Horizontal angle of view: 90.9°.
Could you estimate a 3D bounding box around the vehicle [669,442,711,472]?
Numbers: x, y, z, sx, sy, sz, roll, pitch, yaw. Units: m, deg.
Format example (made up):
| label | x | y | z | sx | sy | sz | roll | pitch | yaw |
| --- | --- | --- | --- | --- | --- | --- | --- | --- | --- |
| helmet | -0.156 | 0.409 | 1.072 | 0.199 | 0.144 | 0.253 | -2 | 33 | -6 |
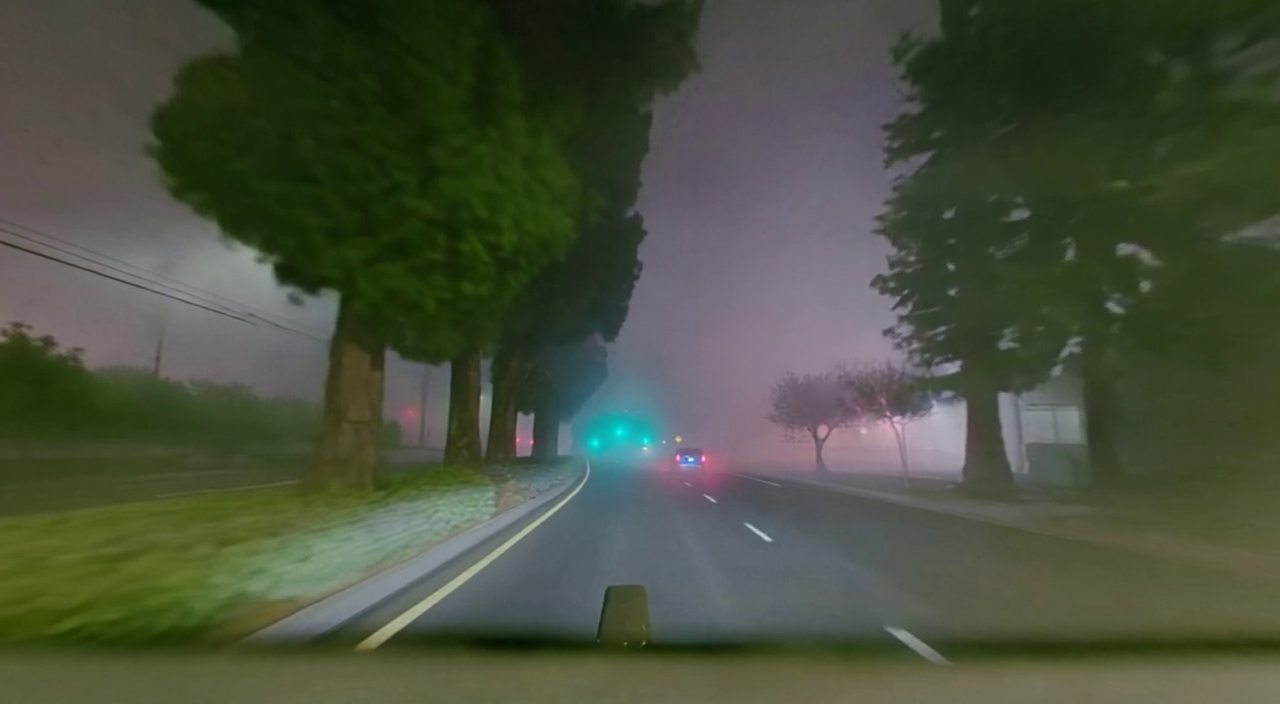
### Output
| label | x | y | z | sx | sy | sz | roll | pitch | yaw |
| --- | --- | --- | --- | --- | --- | --- | --- | --- | --- |
| vehicle | 3.117 | 6.697 | 40.457 | 2.240 | 1.781 | 4.433 | 0 | -8 | -1 |
